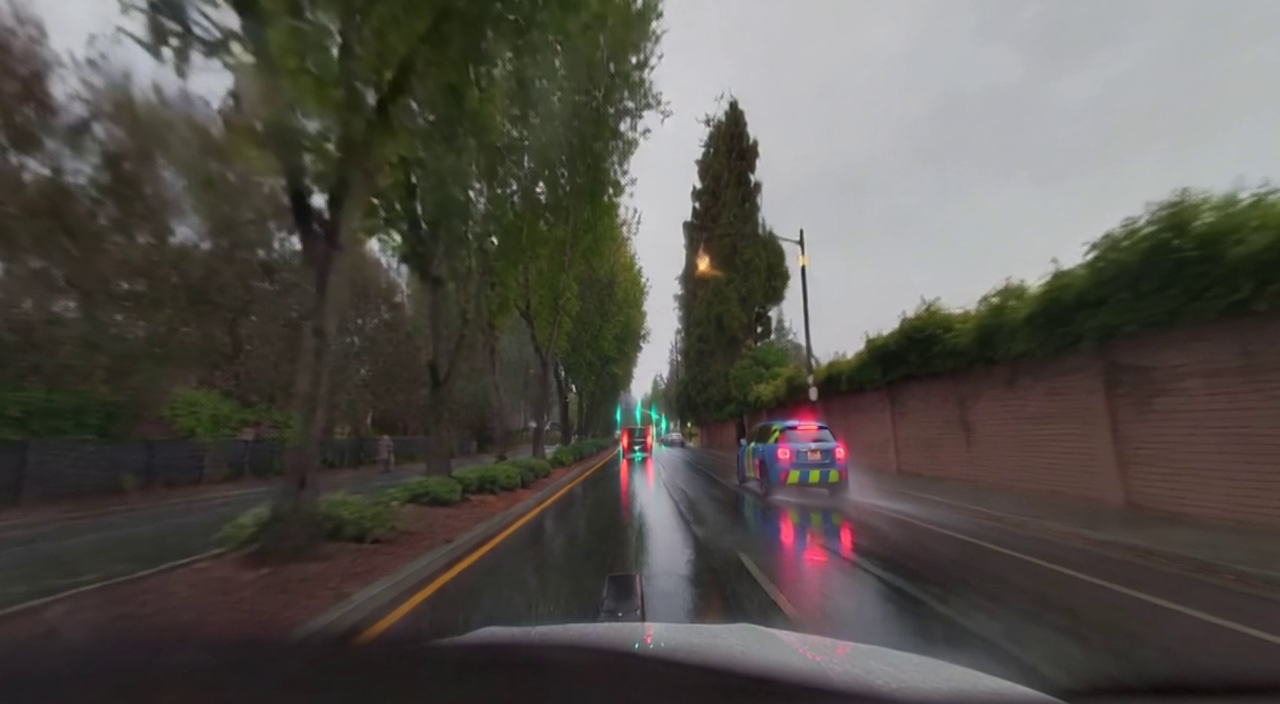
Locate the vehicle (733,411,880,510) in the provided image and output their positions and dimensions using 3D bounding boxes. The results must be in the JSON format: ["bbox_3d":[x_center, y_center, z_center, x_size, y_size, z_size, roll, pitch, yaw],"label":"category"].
[{"bbox_3d":[3.211,2.197,13.108,1.840,1.709,4.202,0,-8,-1],"label":"vehicle"}]

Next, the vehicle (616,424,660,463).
[{"bbox_3d":[-0.113,4.402,30.313,1.984,1.777,3.148,0,-8,-1],"label":"vehicle"}]
